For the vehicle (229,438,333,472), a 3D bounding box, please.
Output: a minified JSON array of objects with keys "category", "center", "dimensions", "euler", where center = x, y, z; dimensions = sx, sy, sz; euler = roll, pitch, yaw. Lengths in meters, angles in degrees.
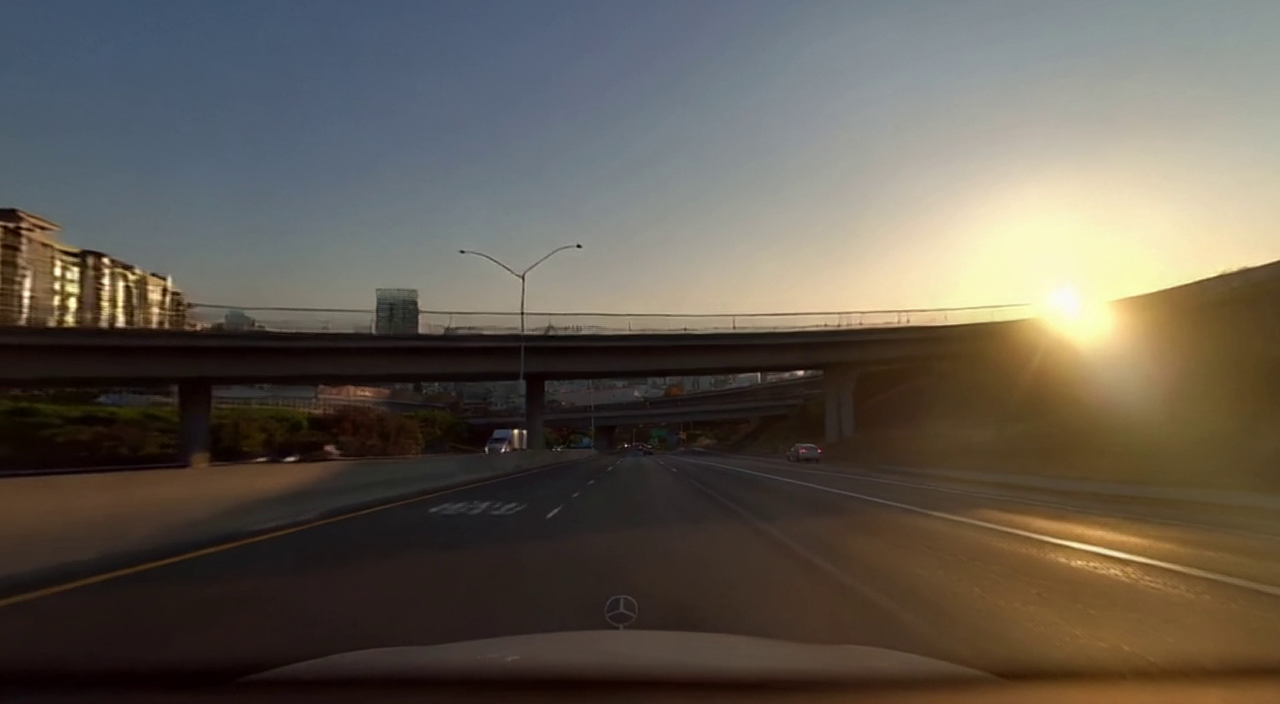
[{"category":"vehicle","center":[-21.590,6.237,38.456],"dimensions":[2.678,1.869,6.291],"euler":[0,-9,0]}]
